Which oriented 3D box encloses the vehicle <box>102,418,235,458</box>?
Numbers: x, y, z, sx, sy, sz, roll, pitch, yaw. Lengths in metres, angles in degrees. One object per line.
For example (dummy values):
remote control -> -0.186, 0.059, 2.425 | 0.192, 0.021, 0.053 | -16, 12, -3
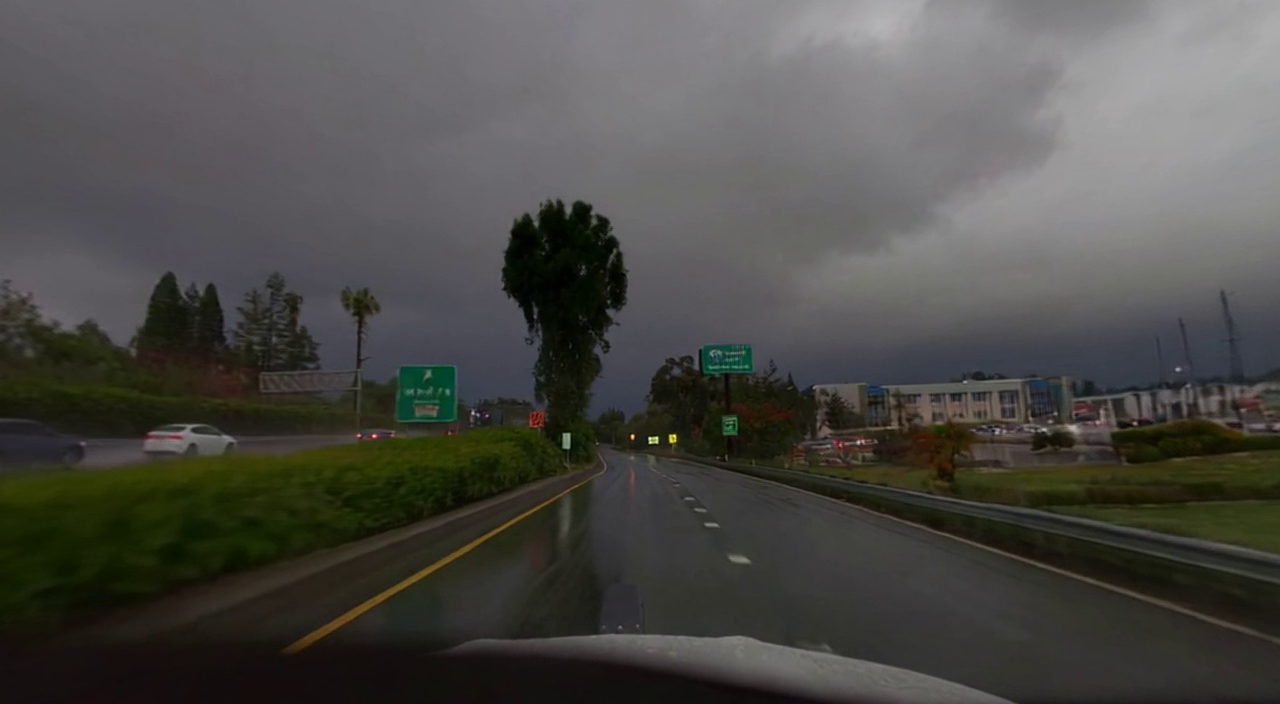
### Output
vehicle -> -18.894, 3.529, 25.648 | 1.931, 1.451, 4.683 | 0, -8, -2
